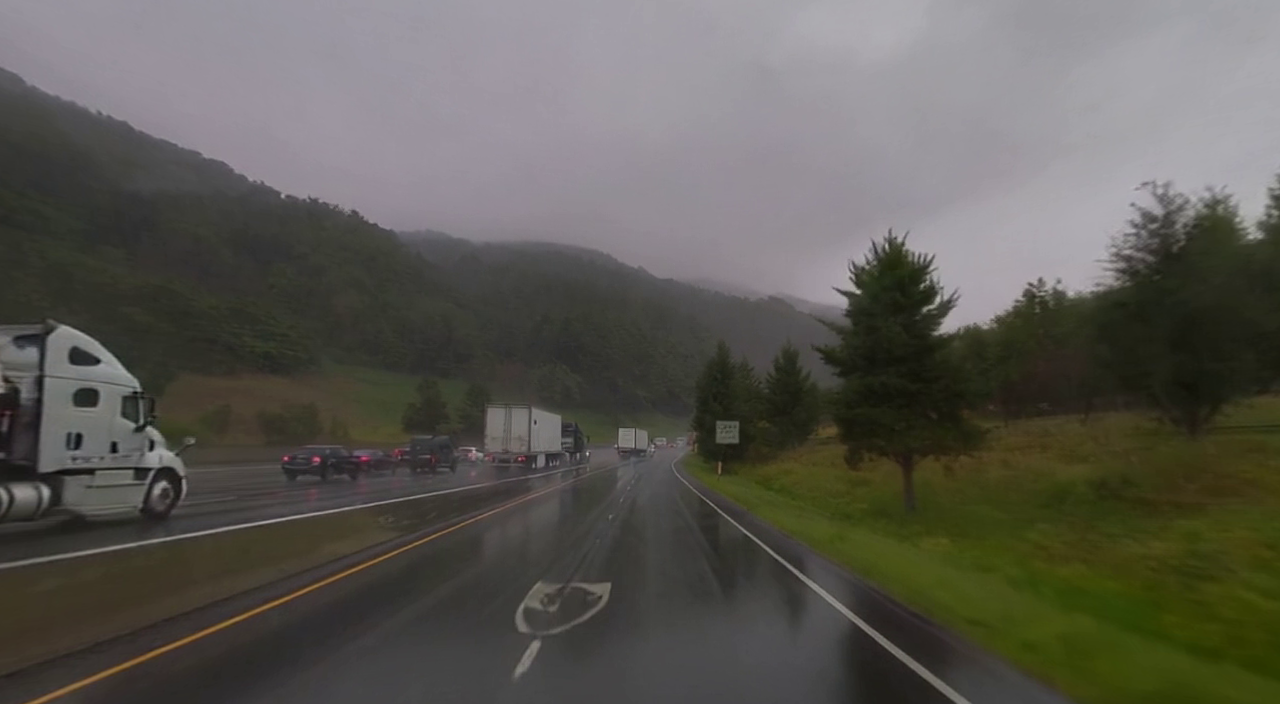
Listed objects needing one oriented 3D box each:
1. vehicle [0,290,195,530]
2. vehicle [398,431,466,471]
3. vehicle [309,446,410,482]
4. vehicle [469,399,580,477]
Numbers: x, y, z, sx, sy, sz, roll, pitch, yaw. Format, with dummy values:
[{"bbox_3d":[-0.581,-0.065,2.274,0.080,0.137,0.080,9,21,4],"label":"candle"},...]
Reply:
[{"bbox_3d":[-11.500,1.041,10.741,2.960,3.757,5.799,-1,-9,7],"label":"vehicle"},{"bbox_3d":[-14.520,6.964,44.456,2.264,2.596,5.494,-1,-9,8],"label":"vehicle"},{"bbox_3d":[-12.794,5.116,29.134,1.925,1.493,4.864,-1,-9,8],"label":"vehicle"},{"bbox_3d":[-6.807,5.673,40.548,2.848,4.067,14.314,-1,-9,7],"label":"vehicle"}]
